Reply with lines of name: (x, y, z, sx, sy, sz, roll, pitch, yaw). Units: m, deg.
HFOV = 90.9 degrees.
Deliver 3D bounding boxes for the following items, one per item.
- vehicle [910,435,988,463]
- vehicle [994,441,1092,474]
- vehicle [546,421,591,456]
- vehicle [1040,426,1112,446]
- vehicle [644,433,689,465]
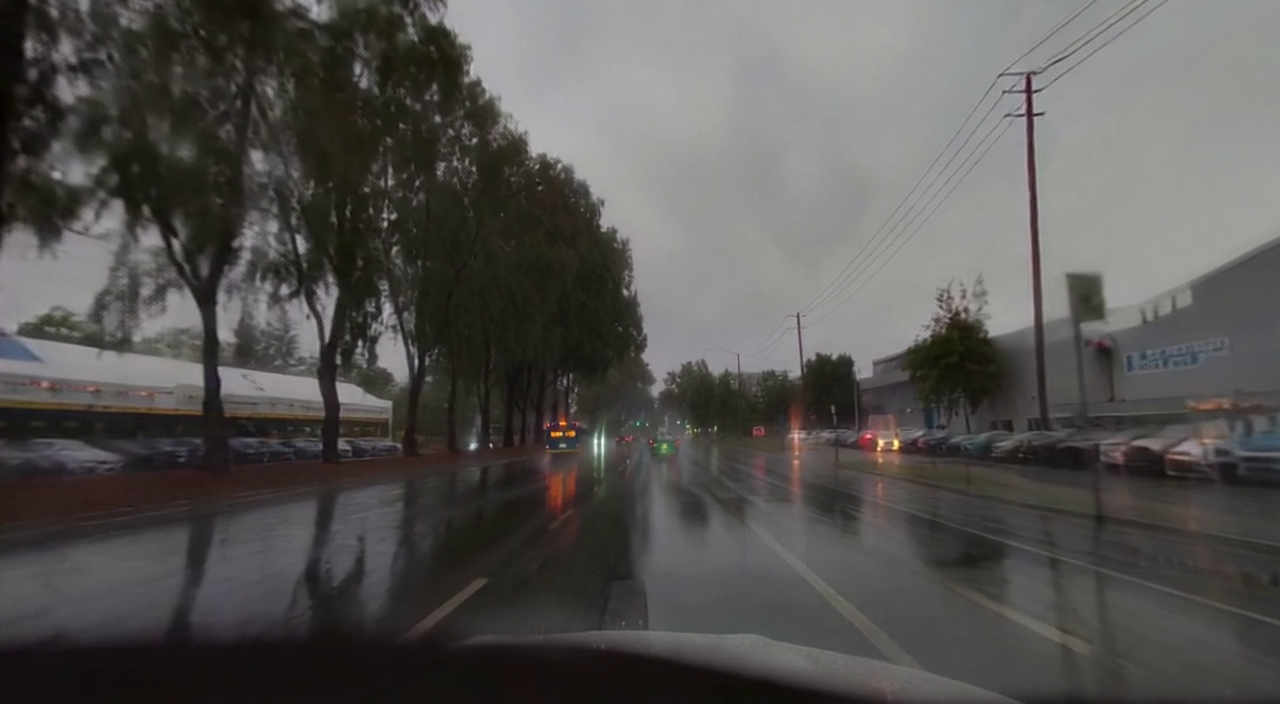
vehicle: (19.961, 6.303, 41.118, 2.229, 1.661, 5.991, 0, -9, 2)
vehicle: (19.408, 5.078, 30.676, 1.849, 1.466, 4.831, -1, -9, 4)
vehicle: (-5.478, 6.805, 49.289, 2.485, 2.556, 6.363, -1, -9, 3)
vehicle: (34.279, 6.632, 49.682, 4.215, 1.462, 1.883, 0, -9, 0)
vehicle: (1.295, 4.935, 32.055, 2.123, 1.498, 4.226, 0, -9, 1)
